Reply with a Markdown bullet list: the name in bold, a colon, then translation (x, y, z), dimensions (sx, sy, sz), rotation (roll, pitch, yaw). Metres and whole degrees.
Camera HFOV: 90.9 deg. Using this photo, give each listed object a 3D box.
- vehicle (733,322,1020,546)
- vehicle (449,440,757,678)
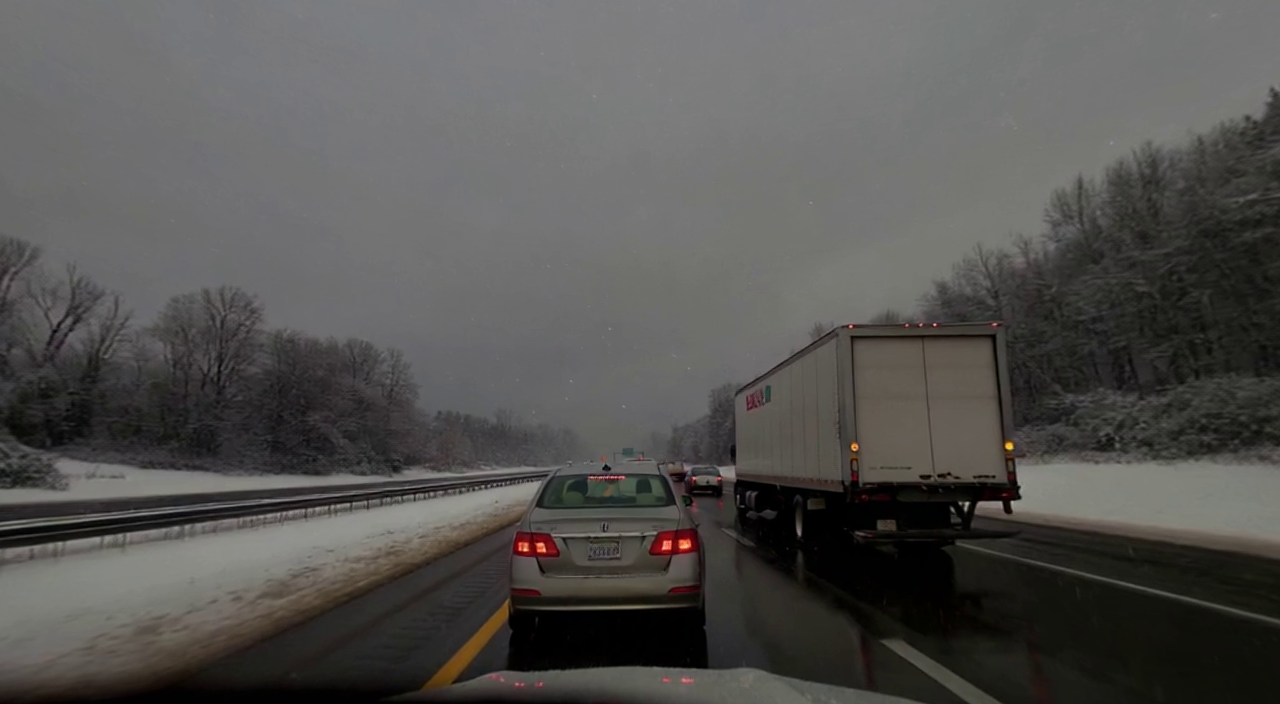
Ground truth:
- **vehicle**: translation (5.005, 2.437, 16.818), dimensions (2.936, 3.972, 11.144), rotation (1, -11, -2)
- **vehicle**: translation (-0.247, 1.665, 5.861), dimensions (1.980, 1.493, 3.410), rotation (1, -11, 0)
